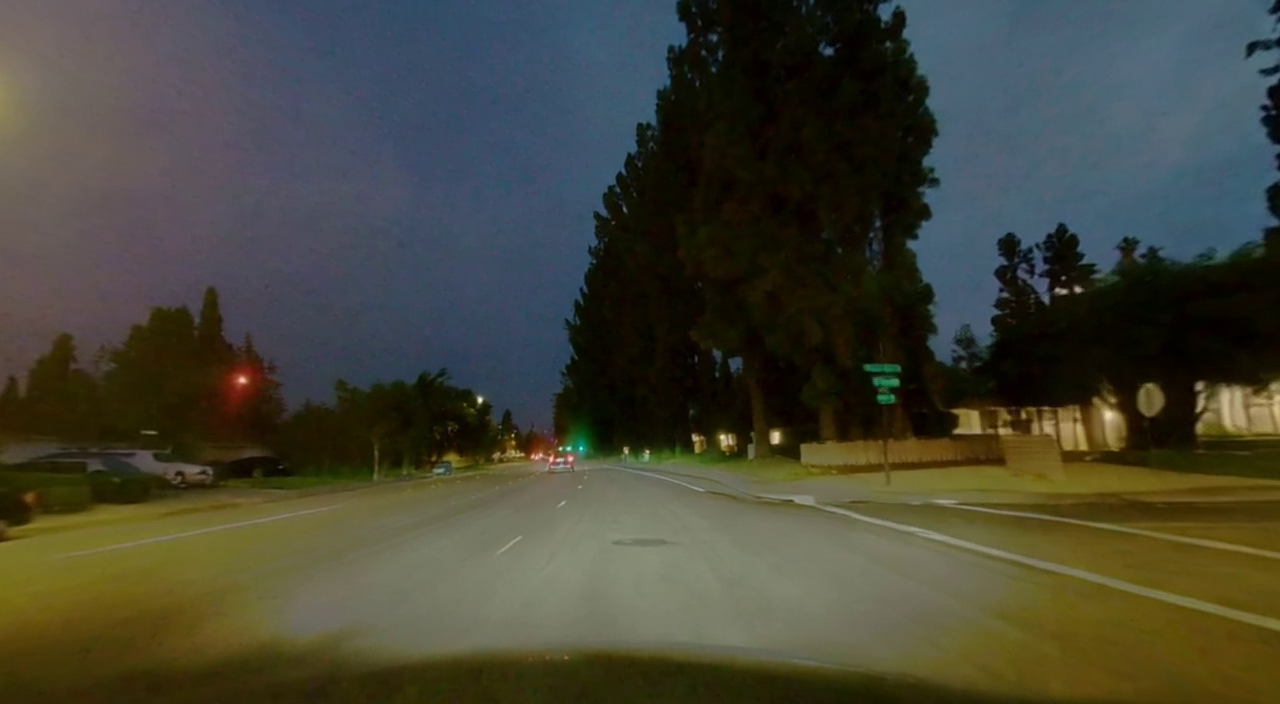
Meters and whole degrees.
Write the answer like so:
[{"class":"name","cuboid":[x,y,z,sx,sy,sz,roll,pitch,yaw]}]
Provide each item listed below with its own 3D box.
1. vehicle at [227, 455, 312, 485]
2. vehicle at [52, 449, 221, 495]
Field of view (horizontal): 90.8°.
[{"class":"vehicle","cuboid":[-22.116,7.015,37.803,3.832,1.683,1.877,1,-9,-7]},{"class":"vehicle","cuboid":[-23.092,5.484,29.164,5.784,2.004,2.199,0,-8,-1]}]
